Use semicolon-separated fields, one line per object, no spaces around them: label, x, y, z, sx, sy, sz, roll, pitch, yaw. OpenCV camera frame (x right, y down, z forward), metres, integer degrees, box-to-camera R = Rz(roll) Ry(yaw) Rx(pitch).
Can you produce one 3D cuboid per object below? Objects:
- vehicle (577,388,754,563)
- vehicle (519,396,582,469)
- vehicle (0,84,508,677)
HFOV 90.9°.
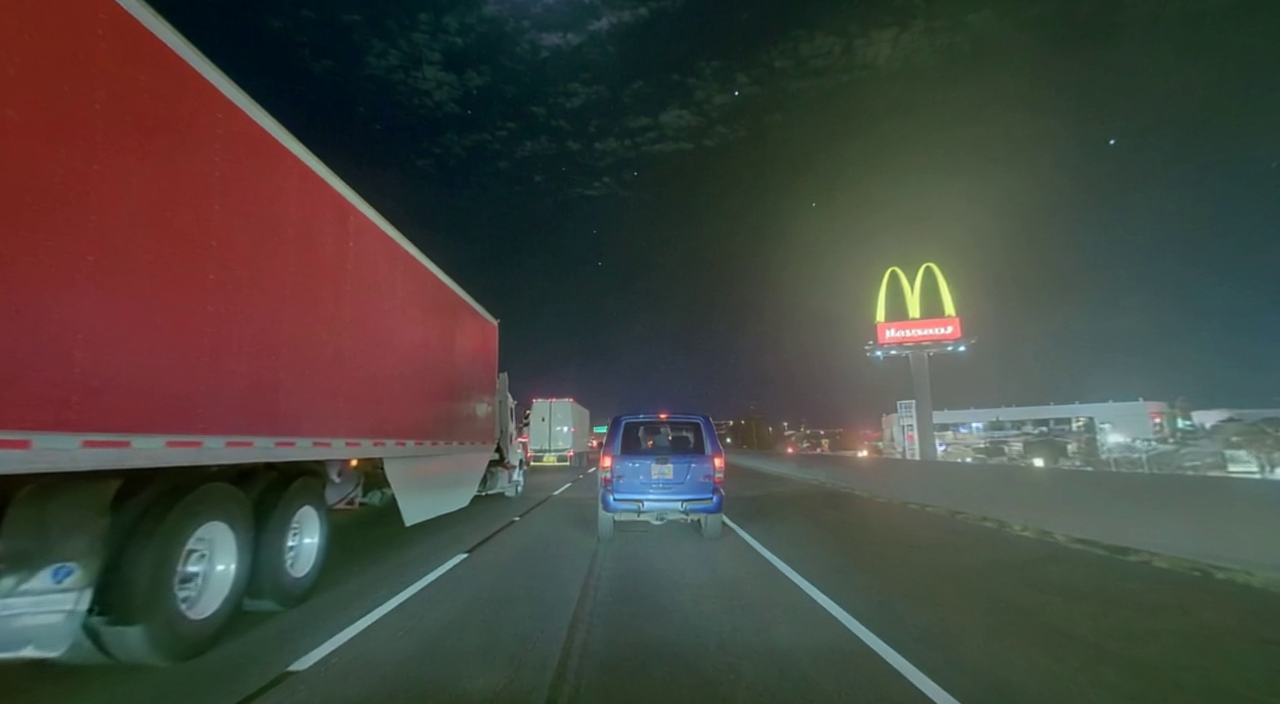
vehicle;0.191;1.661;9.052;1.947;1.910;4.040;0;-9;-3
vehicle;-4.854;4.699;36.071;2.617;3.604;9.499;0;-9;-3
vehicle;-3.971;0.689;7.931;2.814;3.513;8.529;0;-9;-1
